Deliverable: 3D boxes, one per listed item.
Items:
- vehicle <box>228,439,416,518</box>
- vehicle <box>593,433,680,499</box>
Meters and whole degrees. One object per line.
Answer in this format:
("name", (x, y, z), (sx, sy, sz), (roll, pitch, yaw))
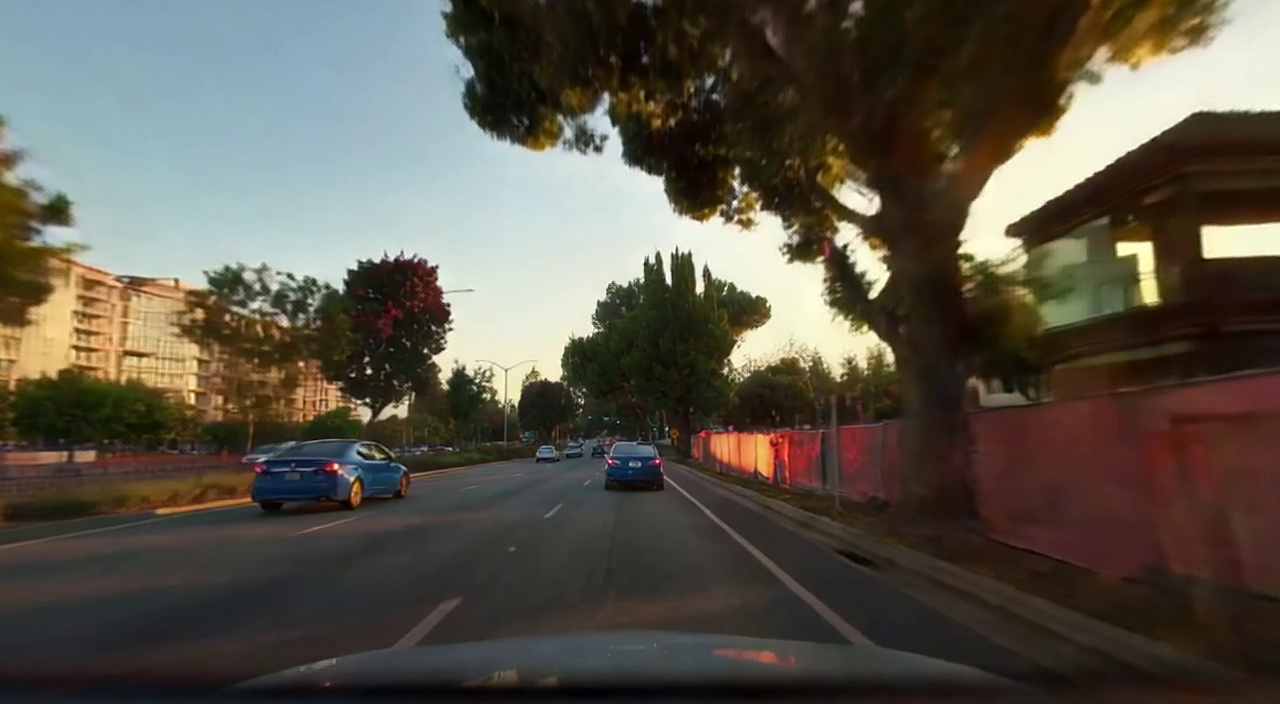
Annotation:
("vehicle", (-6.788, 2.717, 14.114), (1.877, 1.479, 4.430), (0, -9, 0))
("vehicle", (-0.154, 3.233, 18.278), (2.227, 1.654, 4.091), (0, -9, -2))
